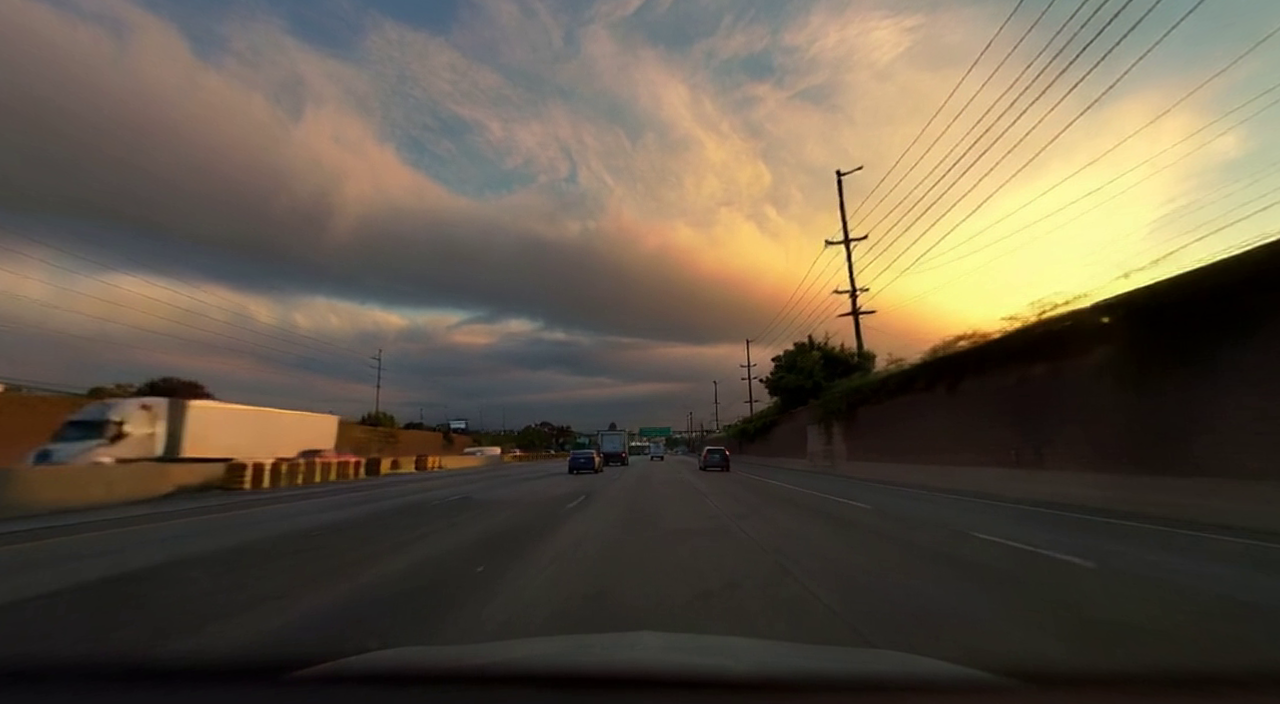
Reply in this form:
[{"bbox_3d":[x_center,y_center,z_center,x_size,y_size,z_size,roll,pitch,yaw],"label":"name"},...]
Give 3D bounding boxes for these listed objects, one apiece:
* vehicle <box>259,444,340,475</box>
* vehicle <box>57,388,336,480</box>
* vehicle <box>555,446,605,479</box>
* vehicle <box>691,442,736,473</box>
[{"bbox_3d":[-18.628,5.890,34.736,1.958,1.579,4.347,0,-9,1],"label":"vehicle"},{"bbox_3d":[-23.181,4.853,35.634,3.266,3.945,16.906,0,-9,1],"label":"vehicle"},{"bbox_3d":[-2.935,5.515,31.685,2.004,1.498,4.043,0,-9,1],"label":"vehicle"},{"bbox_3d":[4.442,6.482,38.884,2.214,1.799,4.627,0,-9,0],"label":"vehicle"}]
